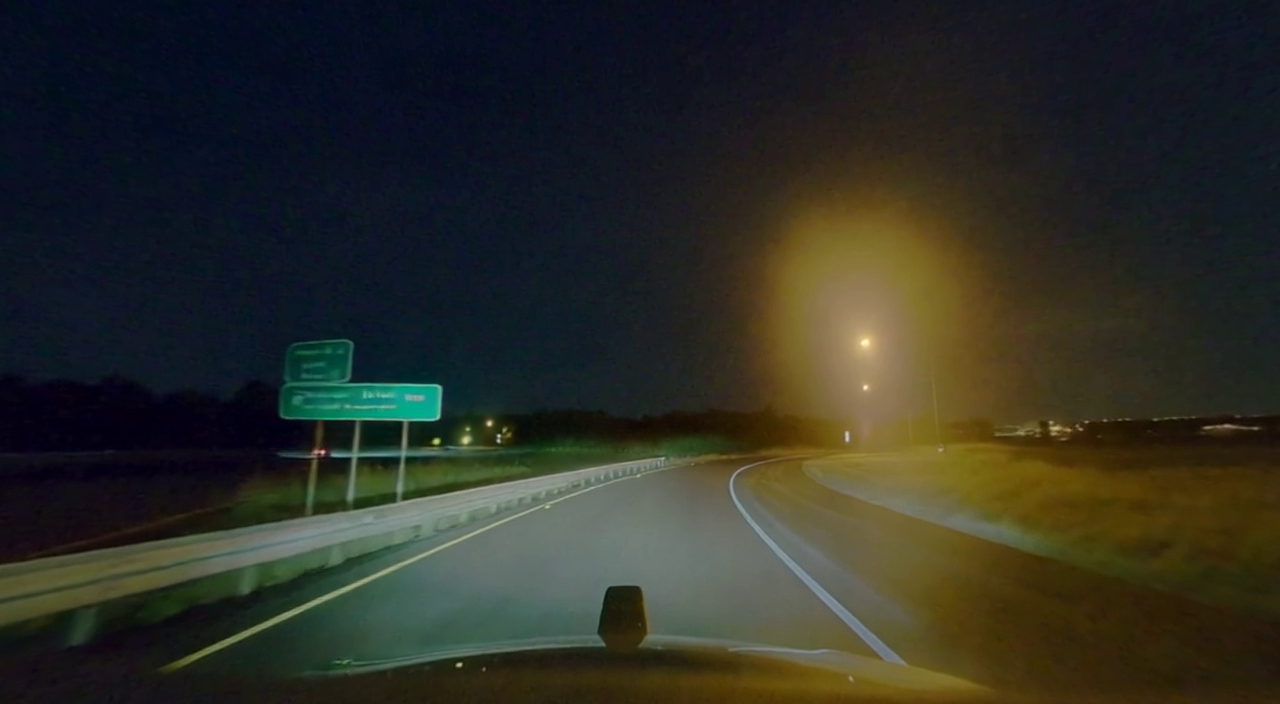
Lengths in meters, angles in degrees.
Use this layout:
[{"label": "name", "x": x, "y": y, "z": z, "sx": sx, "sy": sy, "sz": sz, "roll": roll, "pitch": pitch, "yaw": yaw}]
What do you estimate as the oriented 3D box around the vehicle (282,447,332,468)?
[{"label": "vehicle", "x": -25.105, "y": 7.966, "z": 47.725, "sx": 2.044, "sy": 1.492, "sz": 4.665, "roll": 2, "pitch": -9, "yaw": -12}]
